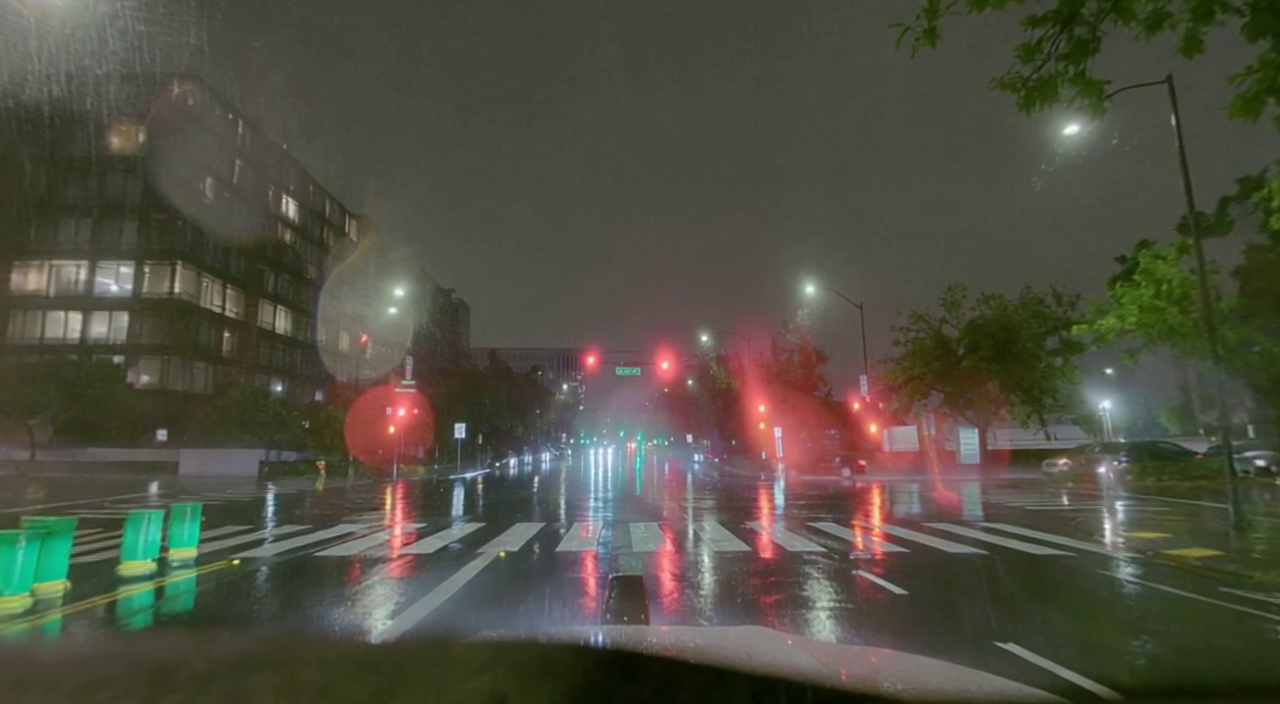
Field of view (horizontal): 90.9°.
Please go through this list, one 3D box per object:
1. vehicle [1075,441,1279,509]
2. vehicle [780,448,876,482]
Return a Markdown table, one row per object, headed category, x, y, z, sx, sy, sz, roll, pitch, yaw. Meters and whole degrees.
| category | x | y | z | sx | sy | sz | roll | pitch | yaw |
| --- | --- | --- | --- | --- | --- | --- | --- | --- | --- |
| vehicle | 12.997 | 2.787 | 14.553 | 4.424 | 1.436 | 1.804 | -1 | -9 | 5 |
| vehicle | 9.278 | 5.570 | 31.259 | 4.368 | 1.522 | 1.972 | -3 | -9 | 18 |
